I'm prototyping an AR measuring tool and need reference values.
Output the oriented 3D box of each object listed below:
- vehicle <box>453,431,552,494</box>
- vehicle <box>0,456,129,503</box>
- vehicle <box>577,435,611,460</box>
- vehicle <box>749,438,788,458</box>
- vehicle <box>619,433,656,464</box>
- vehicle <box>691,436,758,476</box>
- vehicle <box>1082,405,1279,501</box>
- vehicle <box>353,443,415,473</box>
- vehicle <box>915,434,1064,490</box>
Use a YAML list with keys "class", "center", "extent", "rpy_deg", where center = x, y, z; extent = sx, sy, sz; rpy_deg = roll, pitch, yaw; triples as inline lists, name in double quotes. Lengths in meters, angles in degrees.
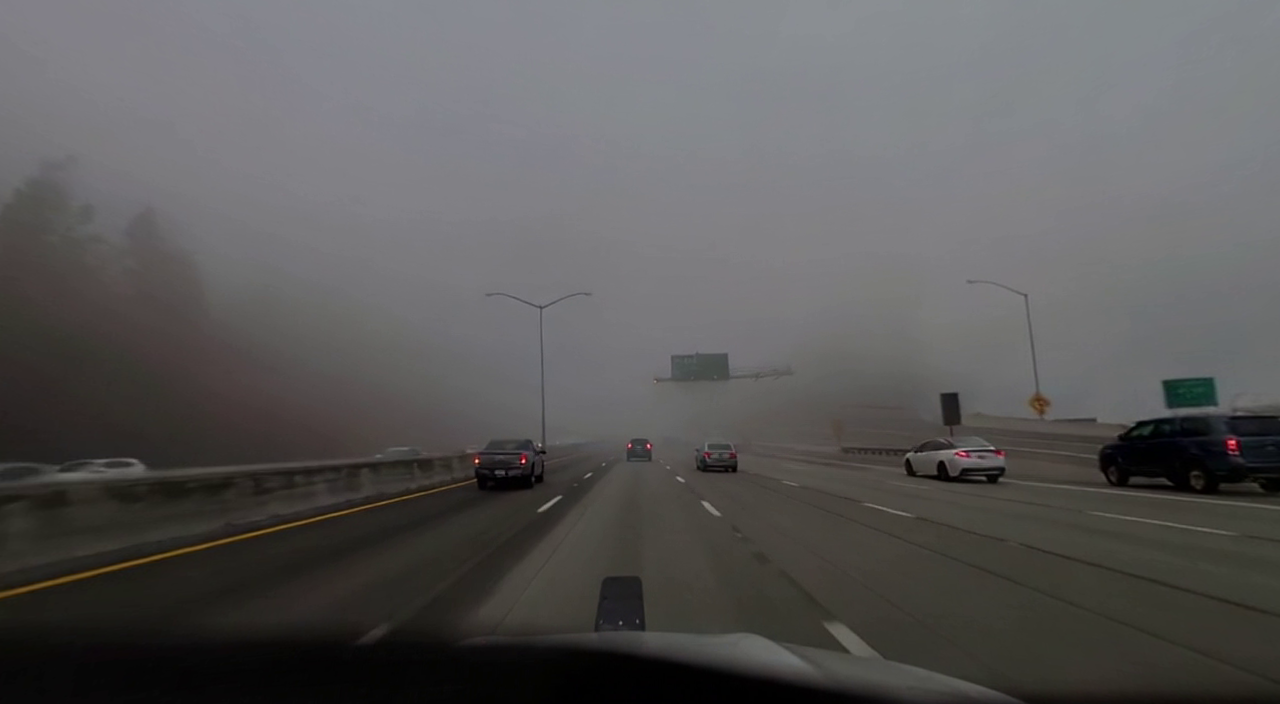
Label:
- class: "vehicle"
  center: [-3.969, 3.246, 18.961]
  extent: [1.992, 1.651, 4.185]
  rpy_deg: [0, -8, 0]
- class: "vehicle"
  center: [-22.842, 4.872, 24.565]
  extent: [2.028, 1.520, 4.654]
  rpy_deg: [0, -8, 0]
- class: "vehicle"
  center: [-3.511, 7.490, 49.391]
  extent: [2.294, 1.825, 4.932]
  rpy_deg: [0, -8, 0]
- class: "vehicle"
  center: [9.841, 7.369, 48.604]
  extent: [1.945, 1.461, 4.230]
  rpy_deg: [0, -8, -2]
- class: "vehicle"
  center: [-0.181, 6.064, 39.828]
  extent: [2.192, 1.813, 4.864]
  rpy_deg: [0, -8, 0]
- class: "vehicle"
  center: [3.293, 4.181, 25.569]
  extent: [2.007, 1.469, 4.337]
  rpy_deg: [0, -8, -1]
- class: "vehicle"
  center: [12.912, 2.255, 14.373]
  extent: [2.076, 1.799, 4.871]
  rpy_deg: [0, -8, -1]
- class: "vehicle"
  center: [-13.066, 5.426, 32.438]
  extent: [1.617, 1.421, 3.520]
  rpy_deg: [0, -8, 1]
- class: "vehicle"
  center: [9.593, 3.034, 17.761]
  extent: [1.910, 1.384, 3.867]
  rpy_deg: [0, -8, -1]
